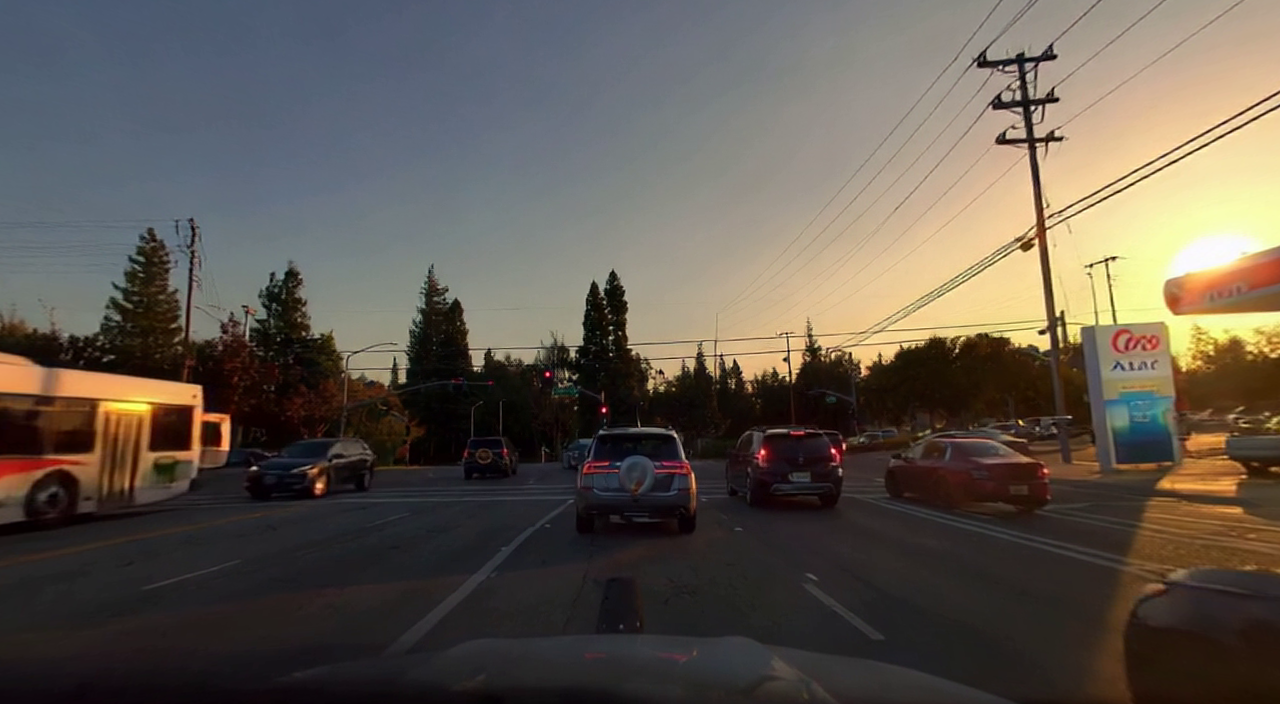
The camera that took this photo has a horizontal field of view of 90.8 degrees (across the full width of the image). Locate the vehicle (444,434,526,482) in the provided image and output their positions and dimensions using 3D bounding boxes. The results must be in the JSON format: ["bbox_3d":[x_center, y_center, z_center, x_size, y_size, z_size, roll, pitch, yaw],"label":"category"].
[{"bbox_3d":[-6.386,4.434,26.747,2.190,1.795,4.993,0,-9,0],"label":"vehicle"}]

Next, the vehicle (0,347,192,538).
[{"bbox_3d":[-13.435,1.515,10.450,3.031,3.513,12.586,-1,-8,-1],"label":"vehicle"}]

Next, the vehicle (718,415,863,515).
[{"bbox_3d":[3.033,2.402,13.809,2.049,1.813,4.245,0,-9,-1],"label":"vehicle"}]

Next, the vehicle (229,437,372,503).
[{"bbox_3d":[-10.352,3.593,19.716,2.075,1.719,4.396,-2,-8,-1],"label":"vehicle"}]

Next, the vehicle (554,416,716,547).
[{"bbox_3d":[-0.118,1.985,10.282,2.087,1.677,4.053,0,-8,-2],"label":"vehicle"}]

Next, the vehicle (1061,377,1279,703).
[{"bbox_3d":[3.032,0.648,0.775,2.006,1.483,4.278,0,-8,-1],"label":"vehicle"}]

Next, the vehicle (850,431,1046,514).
[{"bbox_3d":[6.364,2.531,13.793,1.829,1.494,4.552,0,-8,-2],"label":"vehicle"}]
